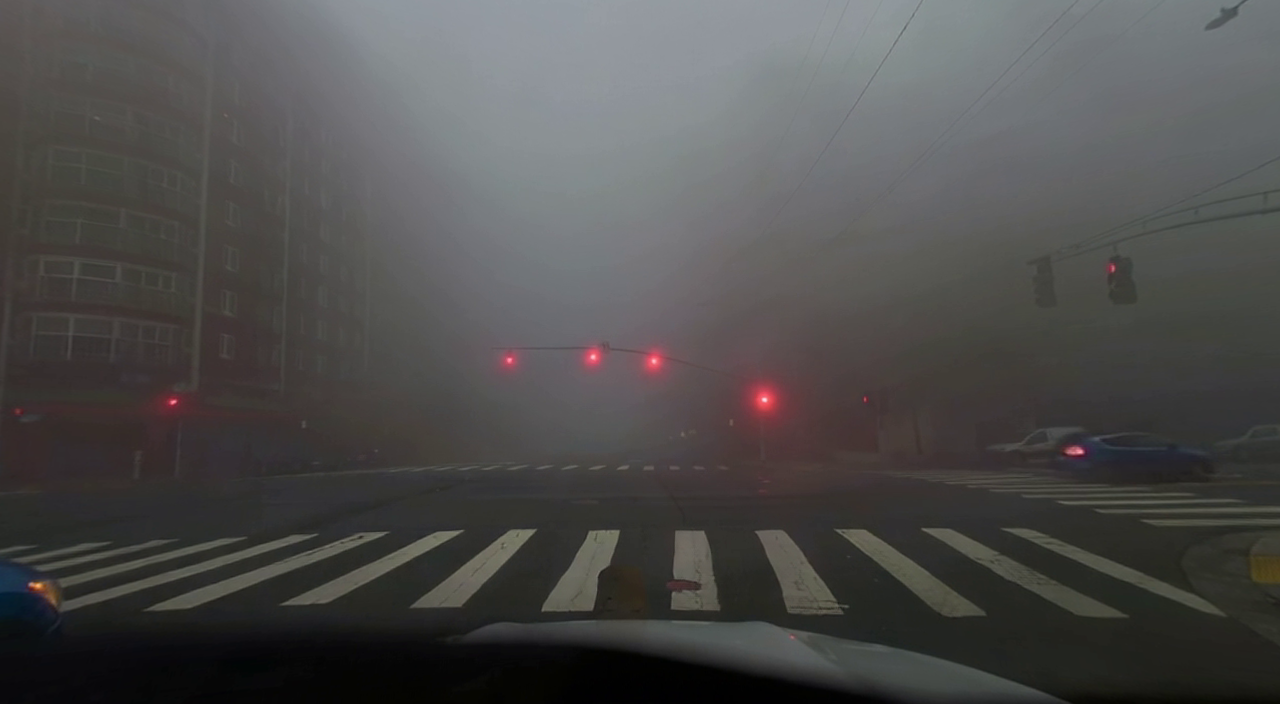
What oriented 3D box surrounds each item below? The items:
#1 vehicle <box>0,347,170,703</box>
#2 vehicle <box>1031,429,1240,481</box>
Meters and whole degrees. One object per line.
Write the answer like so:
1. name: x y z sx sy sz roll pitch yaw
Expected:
1. vehicle: -3.634 0.615 1.062 2.109 1.692 4.587 0 -8 0
2. vehicle: 14.539 3.041 18.621 4.551 1.454 1.941 0 -8 -1
